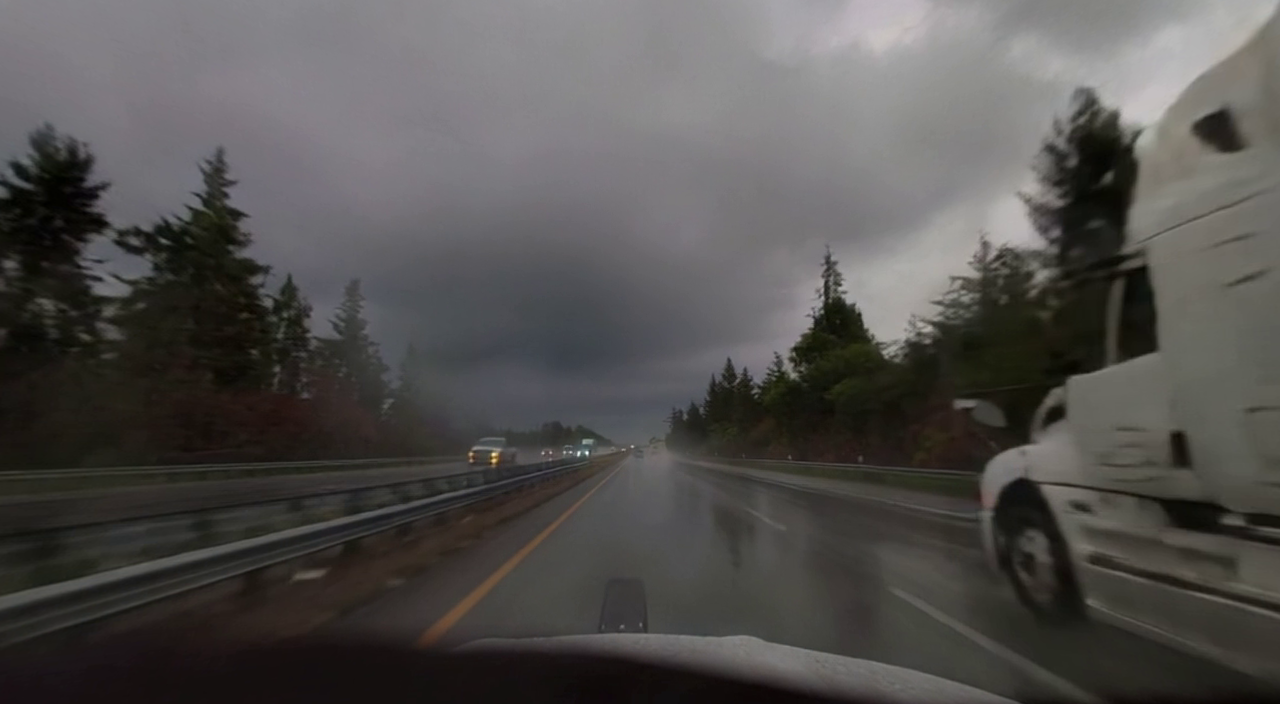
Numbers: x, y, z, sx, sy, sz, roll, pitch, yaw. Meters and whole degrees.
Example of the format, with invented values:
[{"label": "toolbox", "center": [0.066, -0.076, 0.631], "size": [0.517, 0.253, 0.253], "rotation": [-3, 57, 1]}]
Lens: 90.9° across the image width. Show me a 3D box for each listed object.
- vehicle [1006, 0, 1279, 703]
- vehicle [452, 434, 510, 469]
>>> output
[{"label": "vehicle", "center": [3.889, -0.453, 0.880], "size": [2.999, 3.668, 5.909], "rotation": [0, -9, 0]}, {"label": "vehicle", "center": [-8.989, 5.710, 36.139], "size": [2.018, 1.875, 5.039], "rotation": [0, -9, 0]}]
